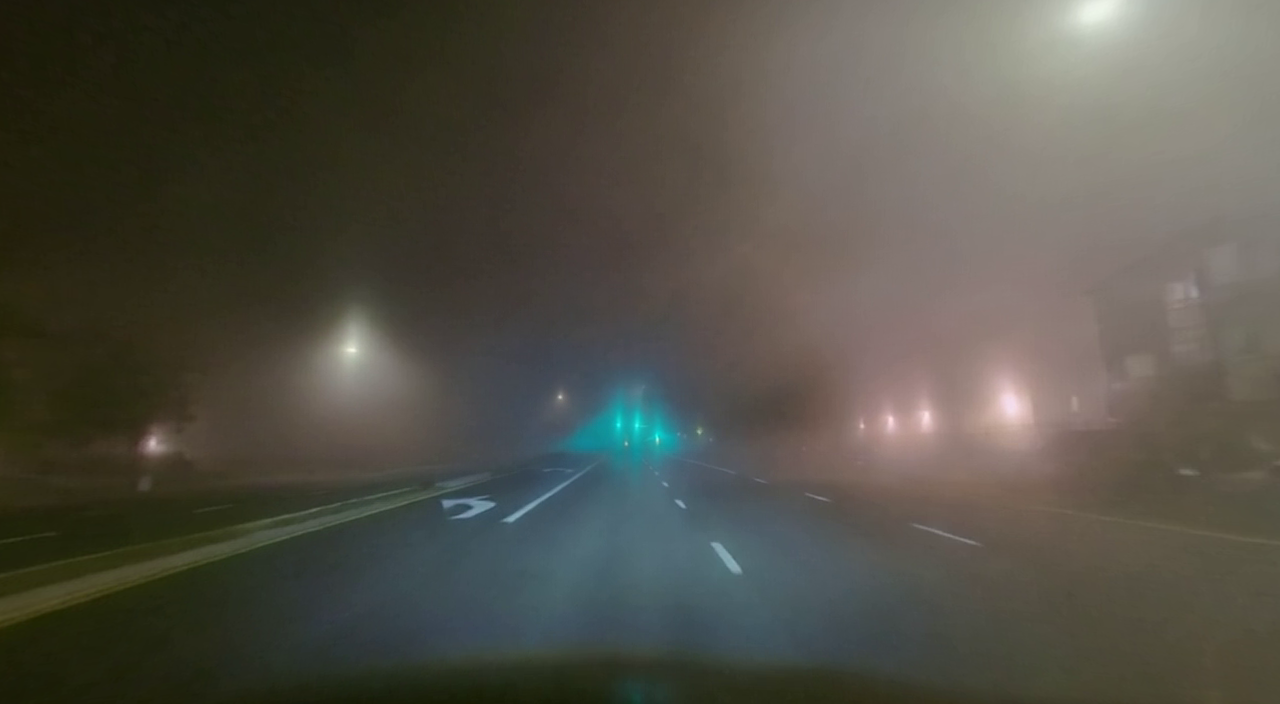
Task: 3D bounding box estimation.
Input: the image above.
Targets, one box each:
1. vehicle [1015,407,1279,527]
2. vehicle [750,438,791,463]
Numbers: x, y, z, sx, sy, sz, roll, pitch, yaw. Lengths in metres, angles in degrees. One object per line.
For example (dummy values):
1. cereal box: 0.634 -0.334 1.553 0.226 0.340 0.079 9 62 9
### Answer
1. vehicle: 9.957 2.157 12.349 2.092 1.848 4.879 0 -9 -2
2. vehicle: 9.595 7.274 46.686 2.044 1.705 4.668 0 -8 1
